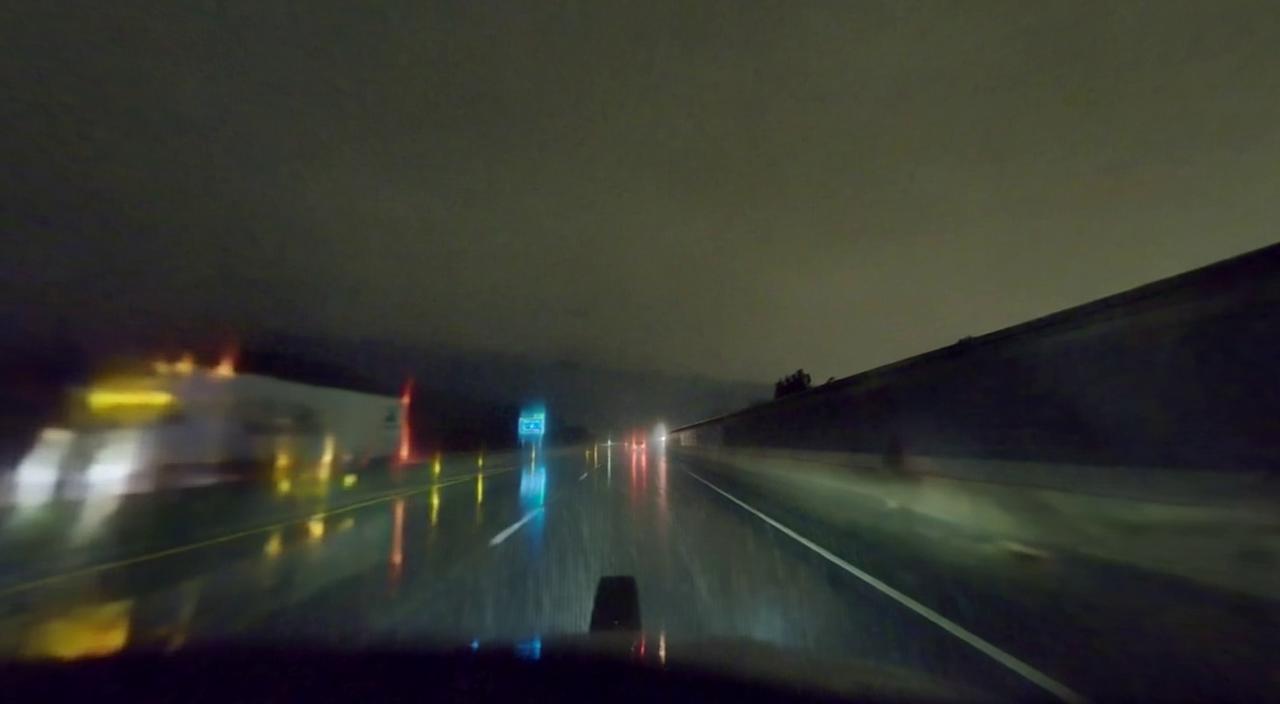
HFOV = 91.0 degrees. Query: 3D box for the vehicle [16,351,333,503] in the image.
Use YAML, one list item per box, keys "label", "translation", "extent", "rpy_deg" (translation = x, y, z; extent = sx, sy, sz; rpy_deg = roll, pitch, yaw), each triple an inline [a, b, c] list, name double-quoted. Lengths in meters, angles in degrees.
- label: "vehicle"
  translation: [-14.666, 2.674, 21.651]
  extent: [2.992, 3.959, 10.297]
  rpy_deg: [0, -8, 0]
